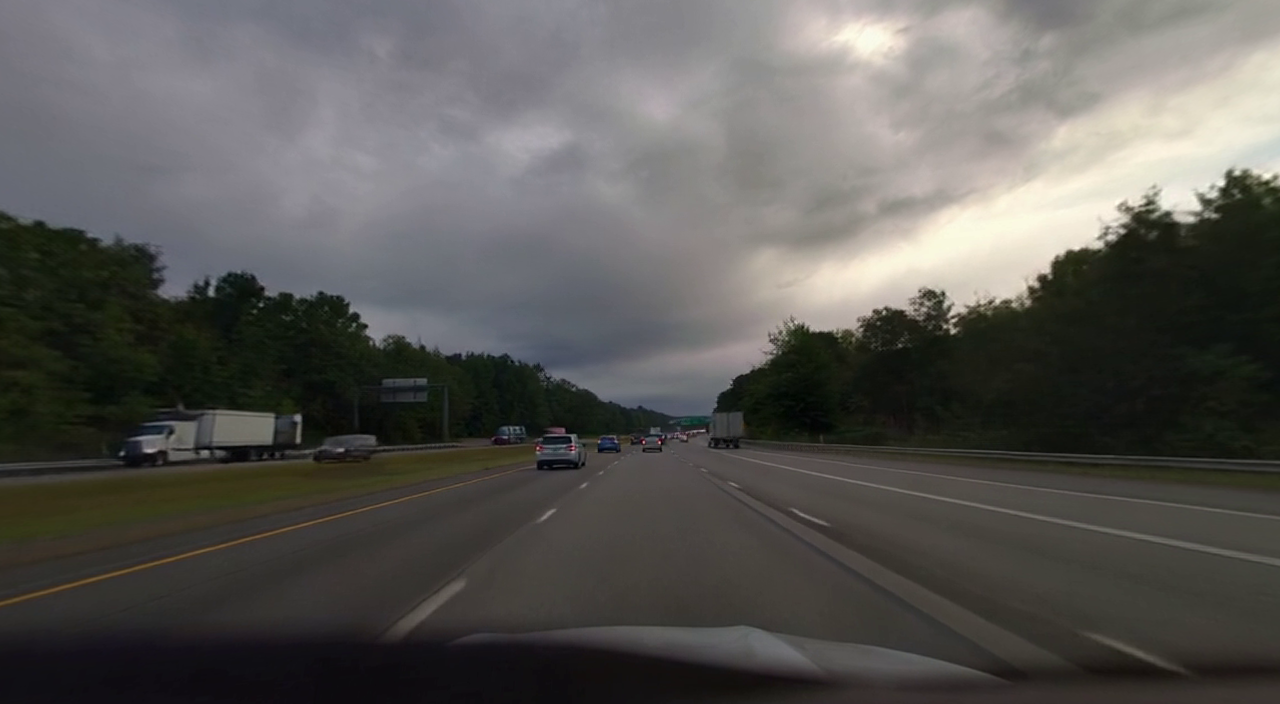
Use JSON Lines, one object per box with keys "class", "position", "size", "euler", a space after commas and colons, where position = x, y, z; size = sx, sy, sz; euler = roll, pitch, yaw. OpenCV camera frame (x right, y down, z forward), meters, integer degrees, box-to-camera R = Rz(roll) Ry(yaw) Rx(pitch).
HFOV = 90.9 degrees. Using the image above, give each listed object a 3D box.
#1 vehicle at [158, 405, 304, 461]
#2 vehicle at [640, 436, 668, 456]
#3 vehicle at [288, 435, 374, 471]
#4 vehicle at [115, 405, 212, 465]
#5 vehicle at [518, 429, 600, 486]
{"class": "vehicle", "position": [-31.581, 6.452, 49.744], "size": [3.007, 3.823, 12.412], "euler": [0, -8, 1]}
{"class": "vehicle", "position": [1.048, 7.021, 47.245], "size": [2.004, 1.465, 3.842], "euler": [0, -8, 0]}
{"class": "vehicle", "position": [-15.710, 5.137, 32.365], "size": [2.000, 1.692, 4.497], "euler": [0, -8, 2]}
{"class": "vehicle", "position": [-31.574, 5.521, 41.973], "size": [3.154, 3.765, 3.782], "euler": [0, -7, 3]}
{"class": "vehicle", "position": [-2.424, 3.273, 19.985], "size": [2.137, 1.618, 4.209], "euler": [0, -8, -1]}
